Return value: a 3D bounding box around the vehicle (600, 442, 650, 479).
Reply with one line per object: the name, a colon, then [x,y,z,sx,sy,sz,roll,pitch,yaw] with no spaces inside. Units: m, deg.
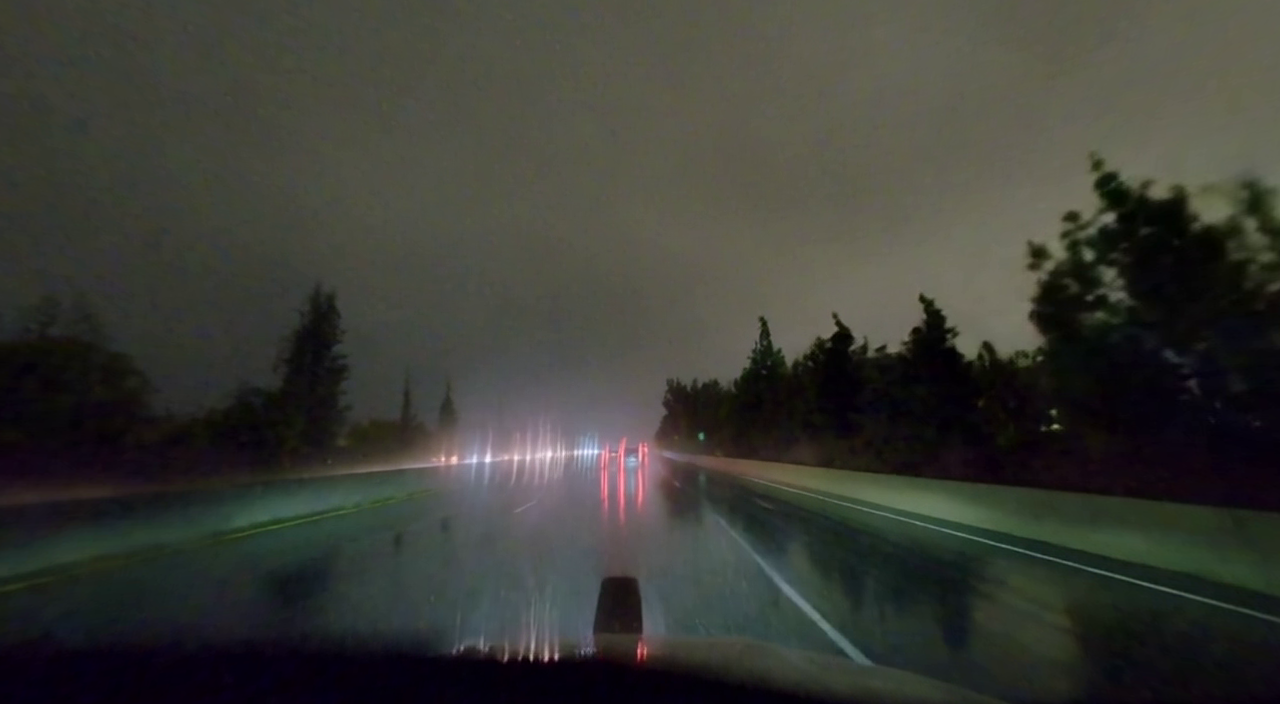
vehicle: [-0.642,4.846,28.187,2.095,1.537,4.017,0,-9,-1]
